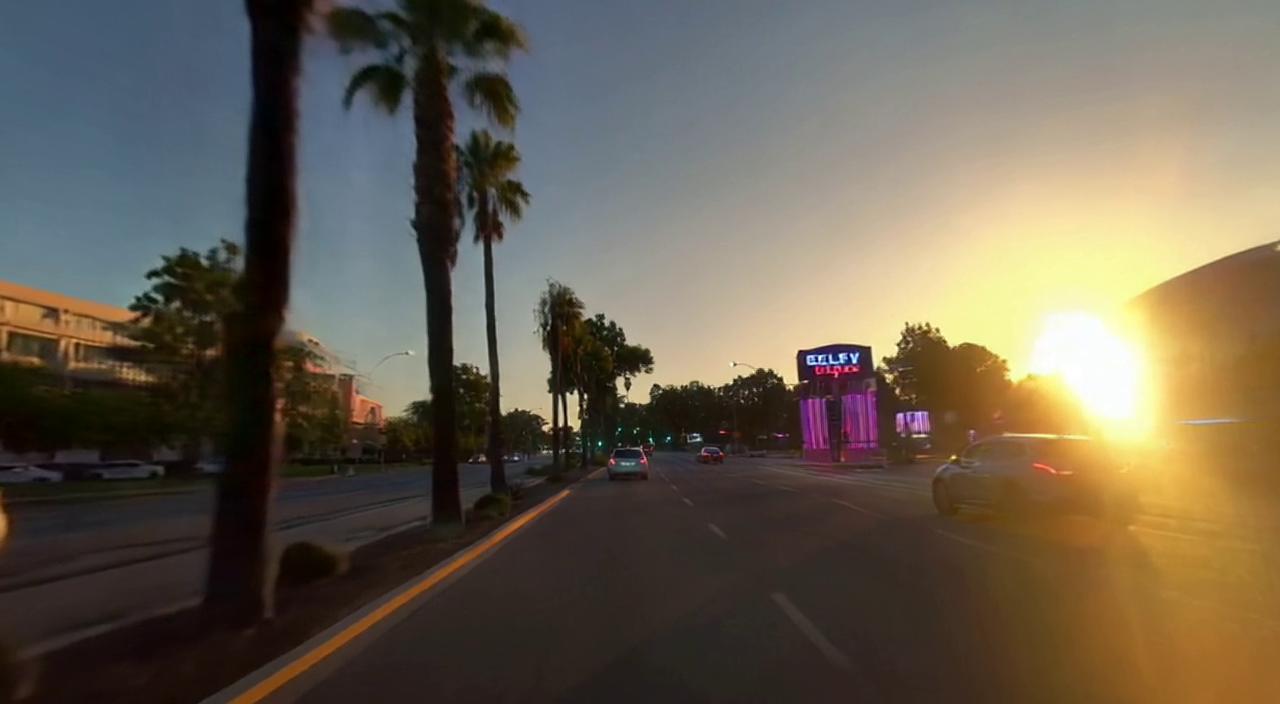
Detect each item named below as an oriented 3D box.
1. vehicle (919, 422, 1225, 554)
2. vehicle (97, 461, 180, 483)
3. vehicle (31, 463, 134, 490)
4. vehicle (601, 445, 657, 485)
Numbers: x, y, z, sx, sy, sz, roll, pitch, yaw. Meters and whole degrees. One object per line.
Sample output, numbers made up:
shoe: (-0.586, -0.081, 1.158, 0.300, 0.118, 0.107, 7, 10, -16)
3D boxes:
vehicle: (6.335, 2.000, 9.936, 1.949, 1.647, 3.894, 0, -8, -2)
vehicle: (-33.871, 8.110, 42.543, 4.047, 1.400, 1.866, -1, -8, 3)
vehicle: (-33.420, 7.457, 37.816, 4.389, 1.448, 1.925, 0, -8, 2)
vehicle: (-0.400, 4.231, 23.898, 1.970, 1.402, 3.756, 0, -8, 0)
